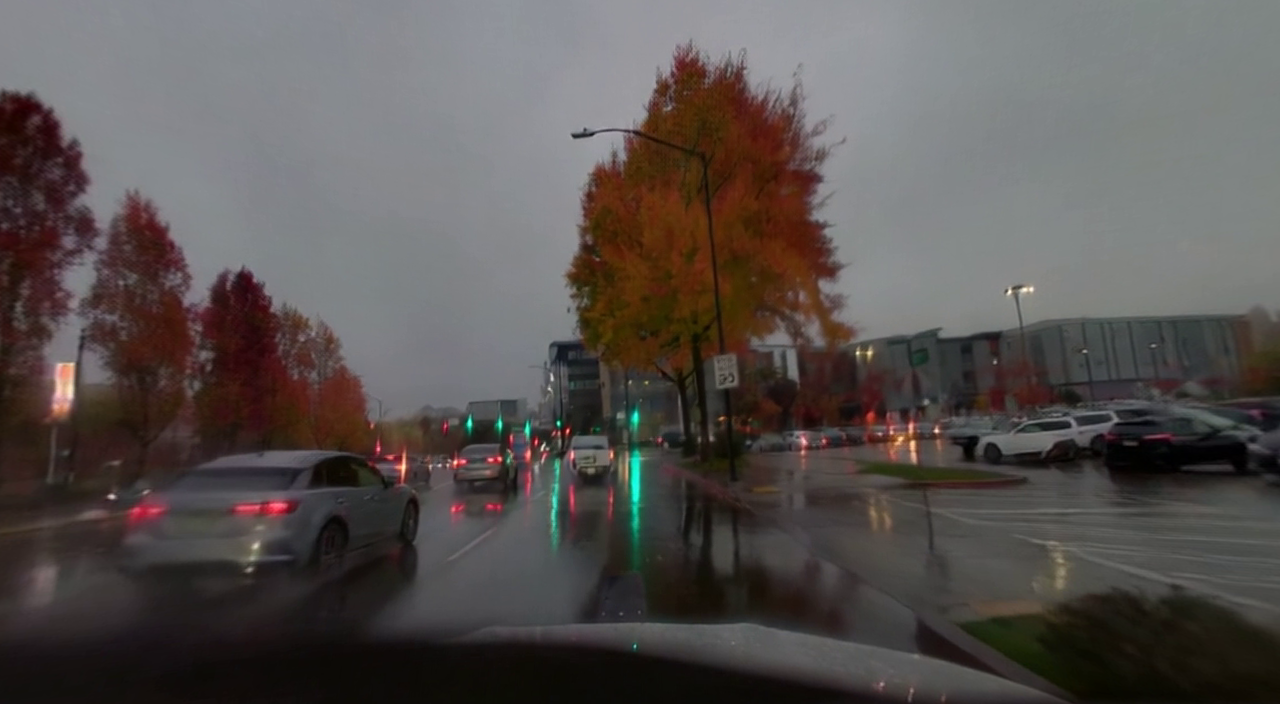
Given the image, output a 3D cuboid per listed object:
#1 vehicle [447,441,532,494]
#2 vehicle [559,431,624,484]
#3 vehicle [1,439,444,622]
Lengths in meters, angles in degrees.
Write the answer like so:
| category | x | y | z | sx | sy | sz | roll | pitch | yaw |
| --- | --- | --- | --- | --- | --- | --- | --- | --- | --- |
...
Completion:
| category | x | y | z | sx | sy | sz | roll | pitch | yaw |
| --- | --- | --- | --- | --- | --- | --- | --- | --- | --- |
| vehicle | -4.881 | 3.800 | 21.131 | 1.974 | 1.549 | 4.603 | 1 | -9 | -4 |
| vehicle | -1.823 | 3.838 | 23.106 | 2.144 | 1.704 | 4.028 | 1 | -9 | -6 |
| vehicle | -4.358 | 1.919 | 8.039 | 2.090 | 1.506 | 5.326 | 1 | -9 | -1 |
